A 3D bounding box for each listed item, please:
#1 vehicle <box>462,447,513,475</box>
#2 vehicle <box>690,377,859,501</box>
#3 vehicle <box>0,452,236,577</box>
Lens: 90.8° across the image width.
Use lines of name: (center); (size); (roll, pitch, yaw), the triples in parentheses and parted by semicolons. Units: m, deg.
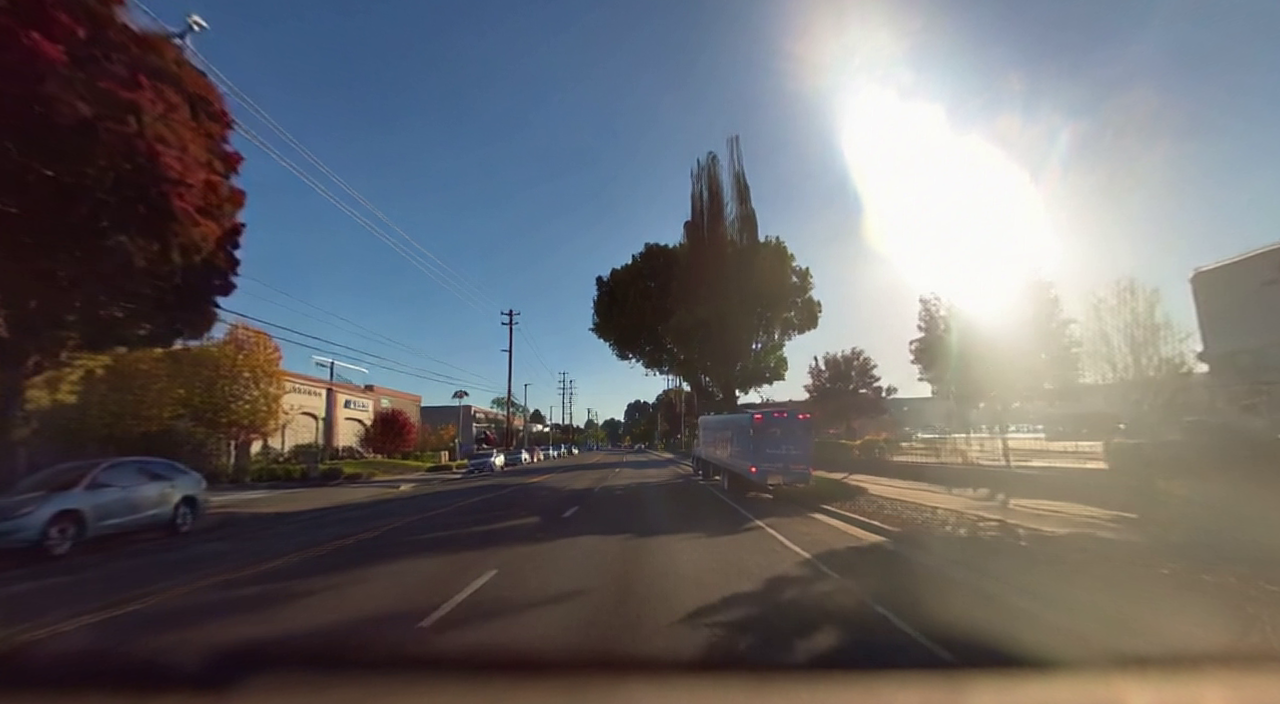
vehicle: (-8.682, 6.246, 36.396); (1.939, 1.480, 4.632); (0, -9, -3)
vehicle: (3.759, 2.871, 20.652); (3.168, 3.106, 9.350); (0, -8, -2)
vehicle: (-8.966, 2.391, 10.094); (1.864, 1.529, 4.677); (0, -9, 1)
